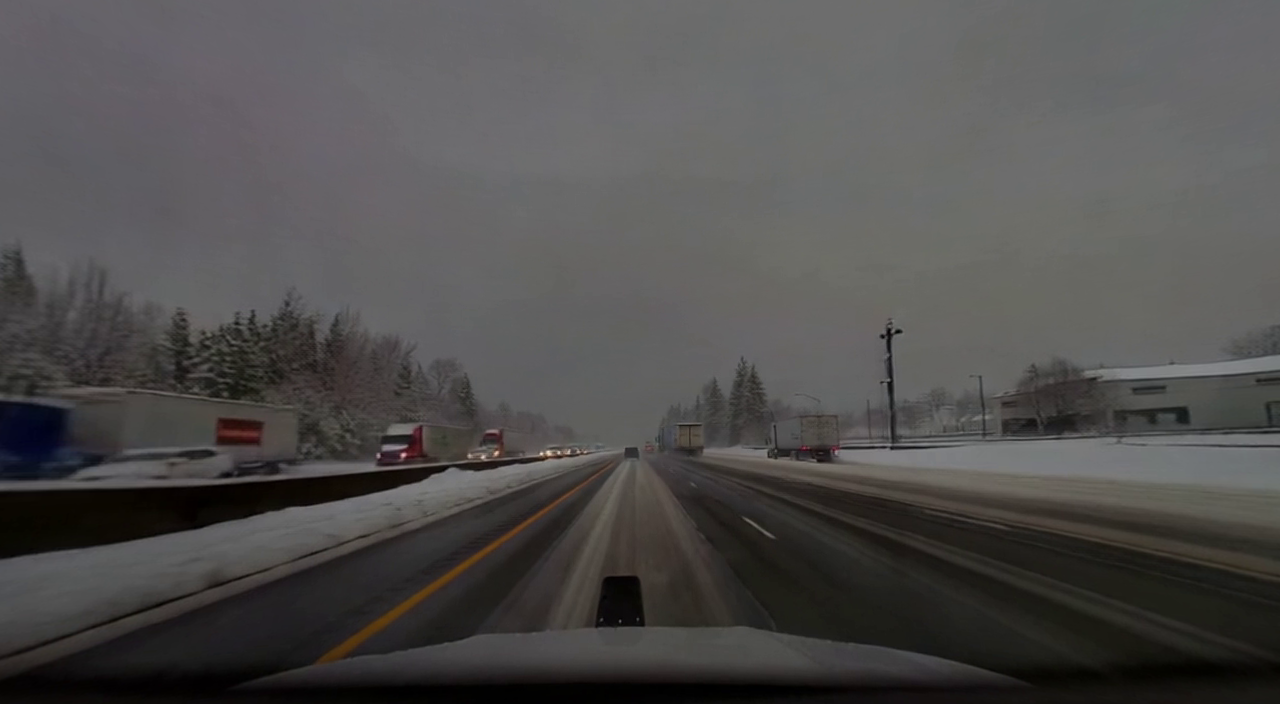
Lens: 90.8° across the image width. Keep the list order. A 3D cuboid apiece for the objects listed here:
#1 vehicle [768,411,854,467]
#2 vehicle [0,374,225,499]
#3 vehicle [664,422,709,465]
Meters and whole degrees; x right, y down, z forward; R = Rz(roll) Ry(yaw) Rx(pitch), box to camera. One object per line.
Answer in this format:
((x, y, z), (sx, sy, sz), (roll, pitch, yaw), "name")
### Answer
((11.104, 5.890, 42.223), (2.912, 3.293, 9.588), (0, -9, -1), "vehicle")
((-17.367, 2.805, 20.747), (3.008, 3.447, 6.441), (0, -9, -1), "vehicle")
((3.521, 7.183, 49.439), (2.742, 3.054, 7.537), (0, -9, -1), "vehicle")
